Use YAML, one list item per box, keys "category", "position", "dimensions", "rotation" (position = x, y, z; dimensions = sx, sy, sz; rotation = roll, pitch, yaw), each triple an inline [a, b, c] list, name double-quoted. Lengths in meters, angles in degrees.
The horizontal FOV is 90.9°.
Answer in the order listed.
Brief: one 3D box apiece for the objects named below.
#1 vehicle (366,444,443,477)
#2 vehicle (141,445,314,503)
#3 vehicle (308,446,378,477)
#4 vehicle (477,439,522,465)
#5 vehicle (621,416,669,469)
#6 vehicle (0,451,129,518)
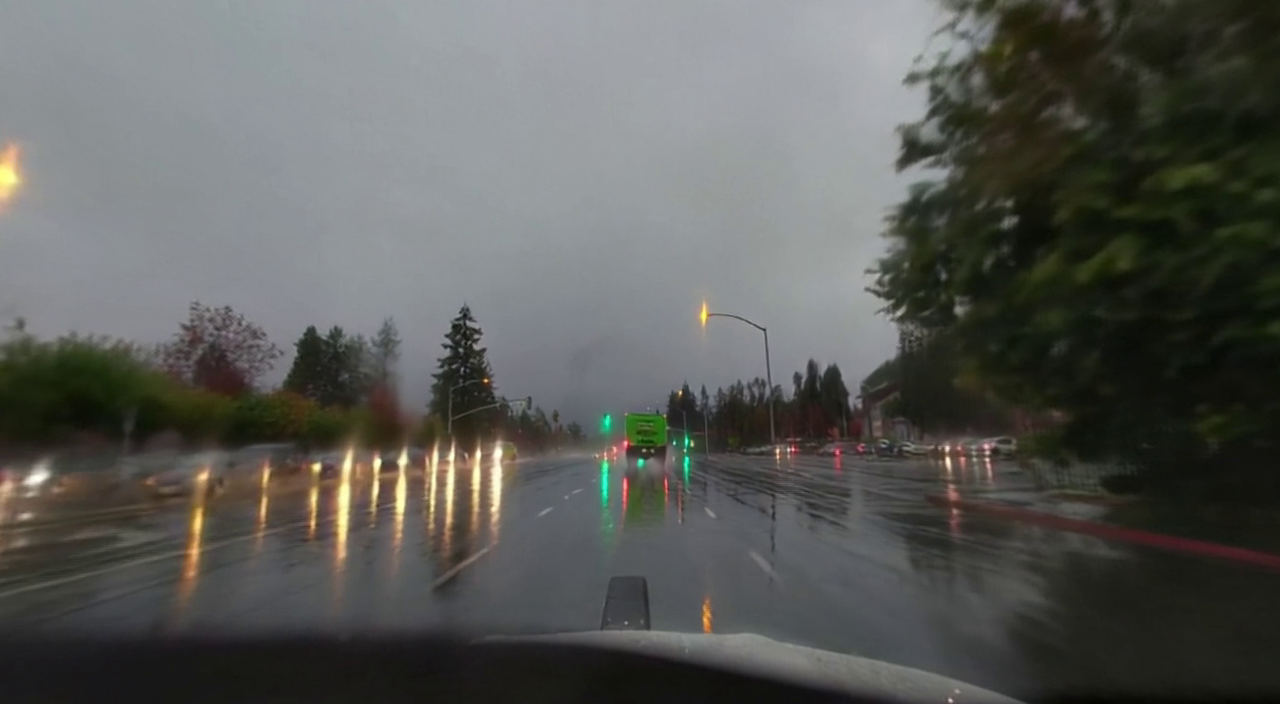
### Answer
- category: "vehicle"
  position: [-11.527, 5.338, 31.247]
  dimensions: [1.884, 1.486, 4.566]
  rotation: [0, -8, 2]
- category: "vehicle"
  position: [-11.768, 3.459, 18.447]
  dimensions: [1.935, 1.467, 4.451]
  rotation: [0, -8, 2]
- category: "vehicle"
  position: [-18.154, 6.694, 38.734]
  dimensions: [1.899, 1.727, 4.464]
  rotation: [0, -8, 3]
- category: "vehicle"
  position: [-11.017, 7.897, 49.795]
  dimensions: [2.155, 1.941, 4.977]
  rotation: [0, -8, 3]
- category: "vehicle"
  position: [0.268, 6.100, 42.506]
  dimensions: [2.843, 3.120, 10.422]
  rotation: [0, -8, 0]
- category: "vehicle"
  position: [-15.382, 3.178, 15.331]
  dimensions: [1.853, 1.449, 4.601]
  rotation: [0, -8, 3]
